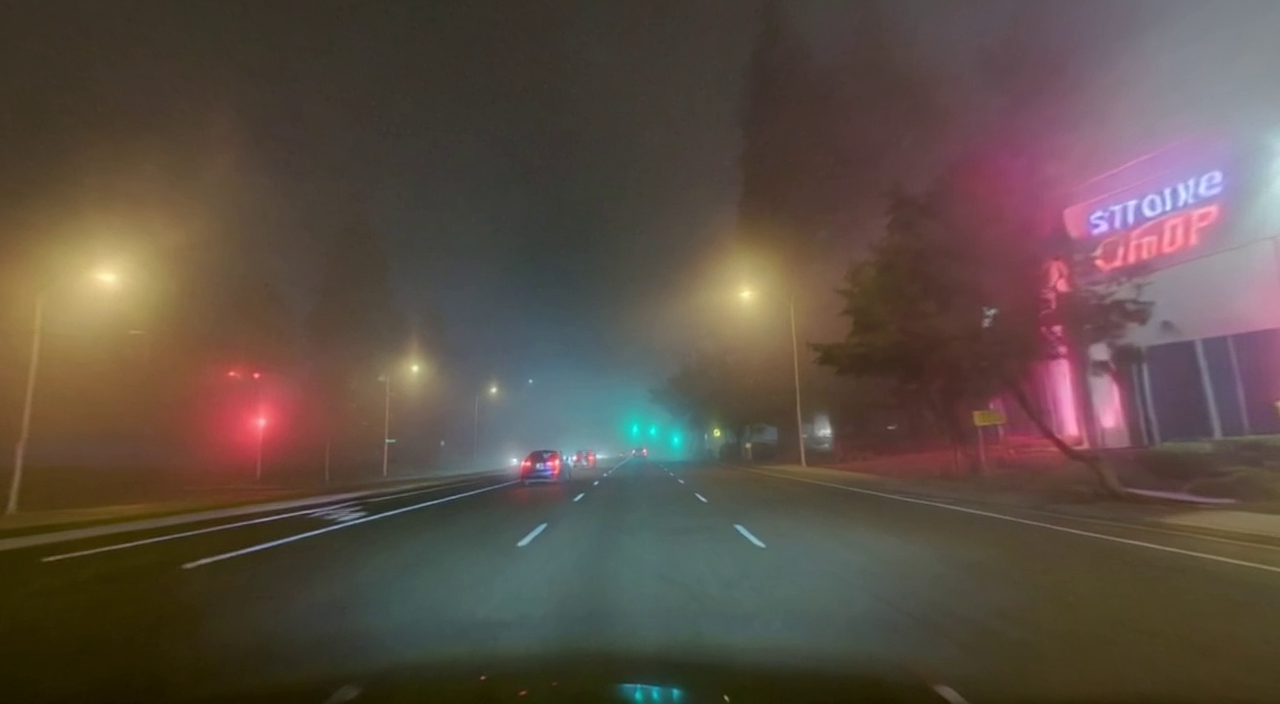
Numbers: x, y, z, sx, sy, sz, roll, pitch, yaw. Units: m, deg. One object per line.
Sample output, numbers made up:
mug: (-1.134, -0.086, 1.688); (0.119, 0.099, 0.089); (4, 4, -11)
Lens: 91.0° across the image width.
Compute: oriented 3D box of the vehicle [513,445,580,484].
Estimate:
vehicle: (-3.716, 4.570, 25.910); (2.076, 1.444, 4.328); (0, -9, 0)

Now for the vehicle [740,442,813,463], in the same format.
vehicle: (10.229, 7.544, 47.326); (4.885, 1.576, 2.024); (1, -9, -6)
